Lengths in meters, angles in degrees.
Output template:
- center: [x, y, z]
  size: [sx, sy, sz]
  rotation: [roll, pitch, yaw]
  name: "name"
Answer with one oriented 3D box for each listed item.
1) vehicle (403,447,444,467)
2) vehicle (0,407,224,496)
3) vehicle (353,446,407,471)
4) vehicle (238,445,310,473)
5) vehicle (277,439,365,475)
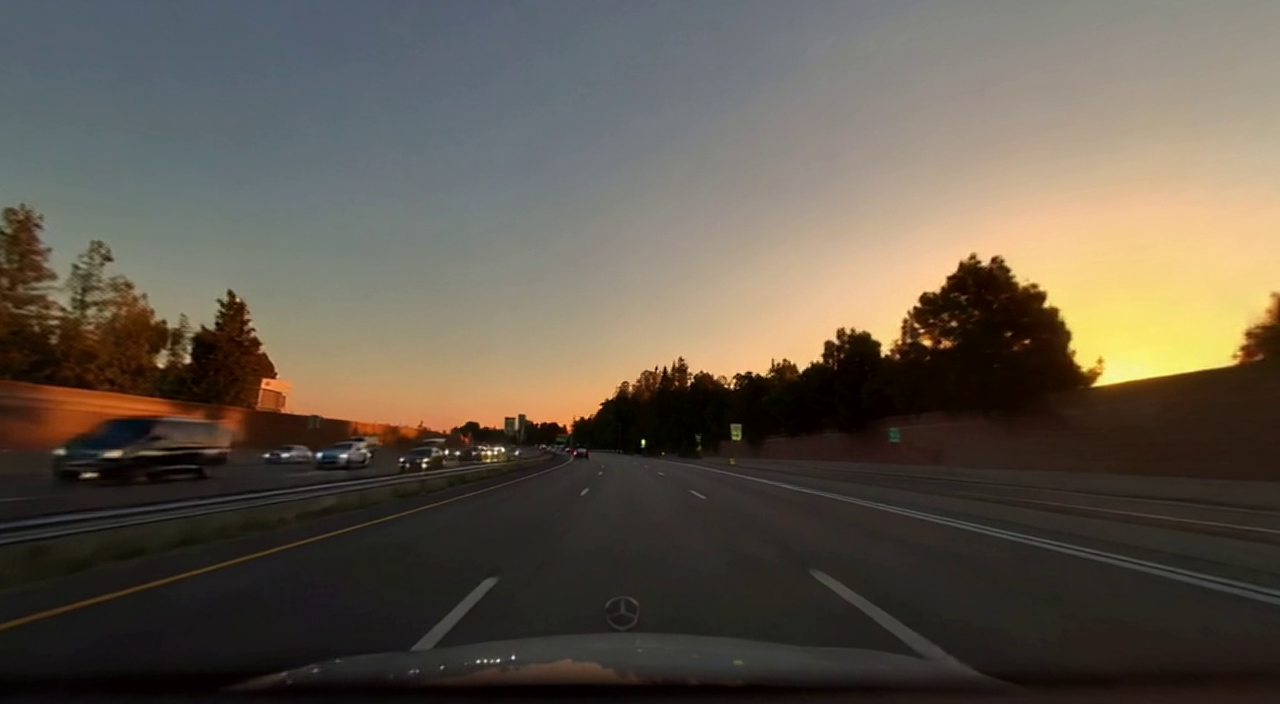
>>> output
- center: [-16.492, 8.023, 47.980]
  size: [1.791, 1.478, 4.072]
  rotation: [0, -9, -2]
  name: "vehicle"
- center: [-14.556, 2.763, 17.464]
  size: [2.201, 2.054, 5.510]
  rotation: [0, -9, -1]
  name: "vehicle"
- center: [-15.989, 6.574, 38.763]
  size: [1.750, 1.437, 3.997]
  rotation: [0, -9, -3]
  name: "vehicle"
- center: [-20.509, 6.004, 35.325]
  size: [1.804, 1.484, 3.917]
  rotation: [0, -9, -3]
  name: "vehicle"
- center: [-15.154, 5.020, 30.098]
  size: [1.906, 1.558, 4.561]
  rotation: [0, -9, -2]
  name: "vehicle"
